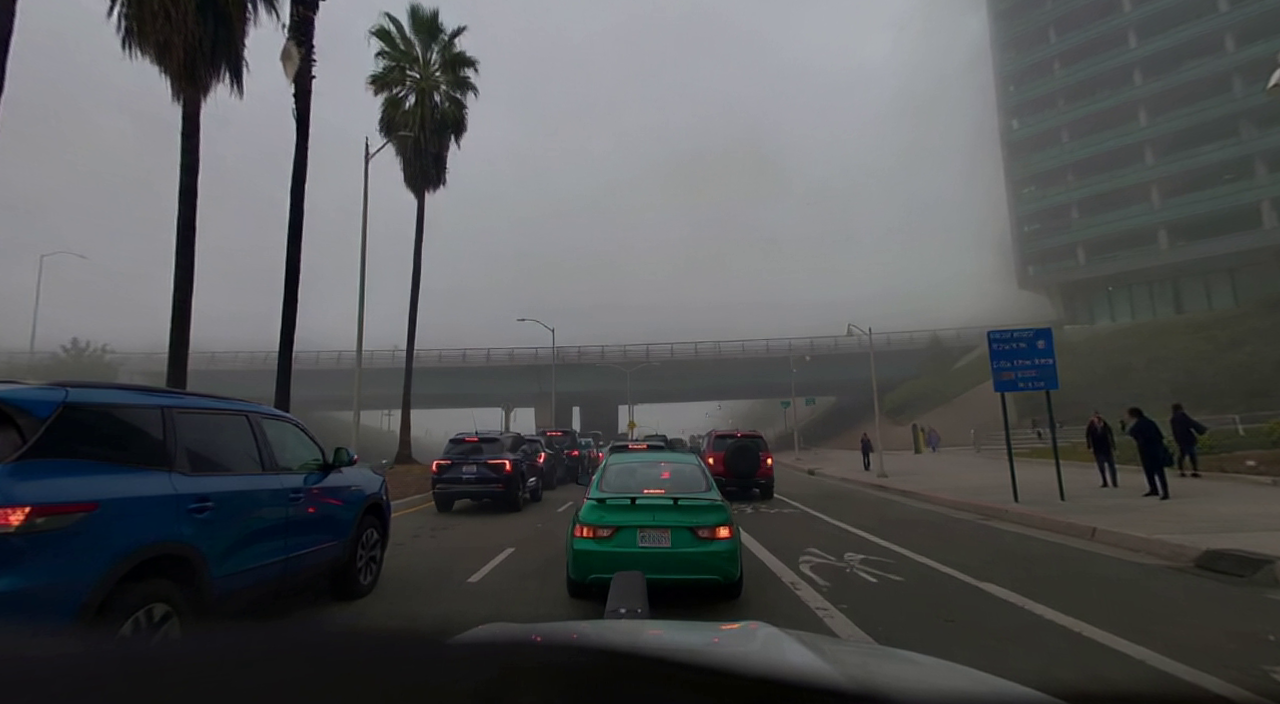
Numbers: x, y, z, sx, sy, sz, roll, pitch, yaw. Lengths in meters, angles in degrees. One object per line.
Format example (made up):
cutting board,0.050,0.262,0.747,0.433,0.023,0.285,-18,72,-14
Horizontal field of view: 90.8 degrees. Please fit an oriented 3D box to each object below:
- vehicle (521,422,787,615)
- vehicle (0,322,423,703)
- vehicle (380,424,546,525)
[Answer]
vehicle,0.090,1.591,6.989,2.036,1.461,4.129,0,-8,0
vehicle,-3.261,1.063,4.187,2.014,1.740,4.359,0,-8,1
vehicle,-3.198,2.300,12.385,1.955,1.637,4.032,0,-8,2
